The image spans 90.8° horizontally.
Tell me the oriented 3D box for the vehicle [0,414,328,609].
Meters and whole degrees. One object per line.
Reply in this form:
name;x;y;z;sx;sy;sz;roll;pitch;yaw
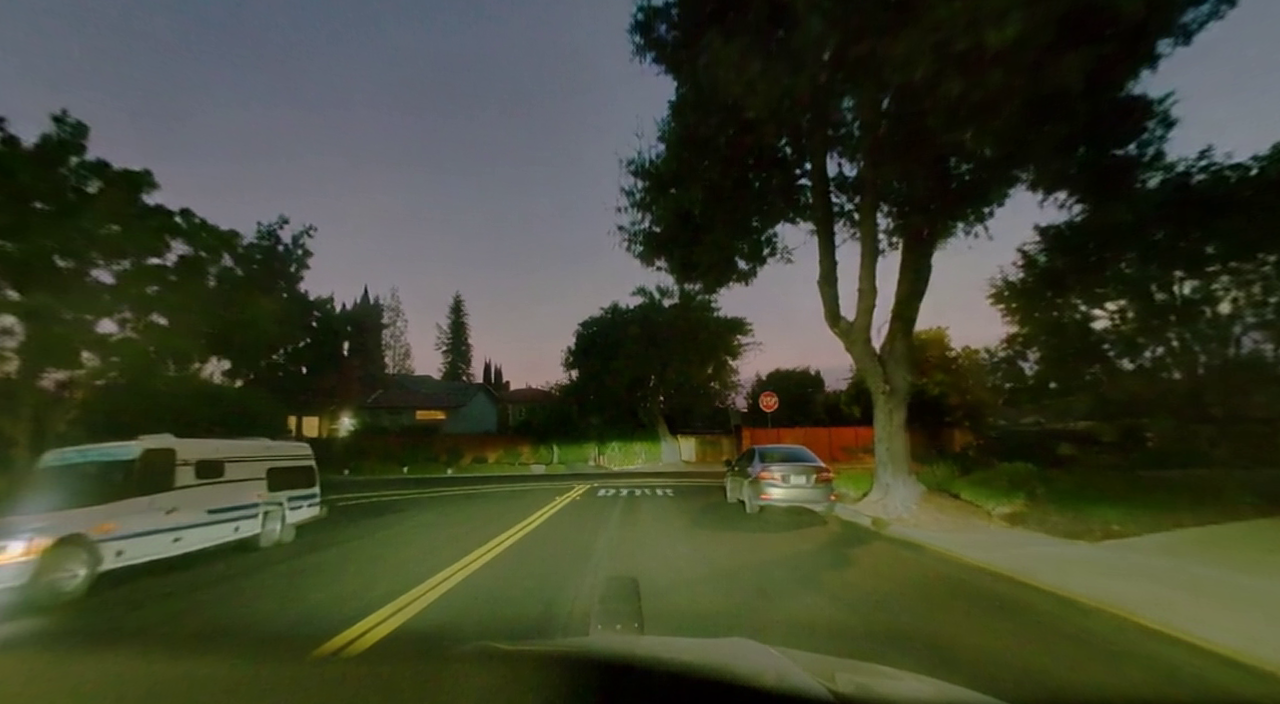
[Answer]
vehicle;-6.914;1.983;8.899;2.225;1.817;5.731;-2;-8;-1

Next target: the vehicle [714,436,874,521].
vehicle;3.013;2.594;13.550;2.167;1.479;4.597;0;-9;-1
